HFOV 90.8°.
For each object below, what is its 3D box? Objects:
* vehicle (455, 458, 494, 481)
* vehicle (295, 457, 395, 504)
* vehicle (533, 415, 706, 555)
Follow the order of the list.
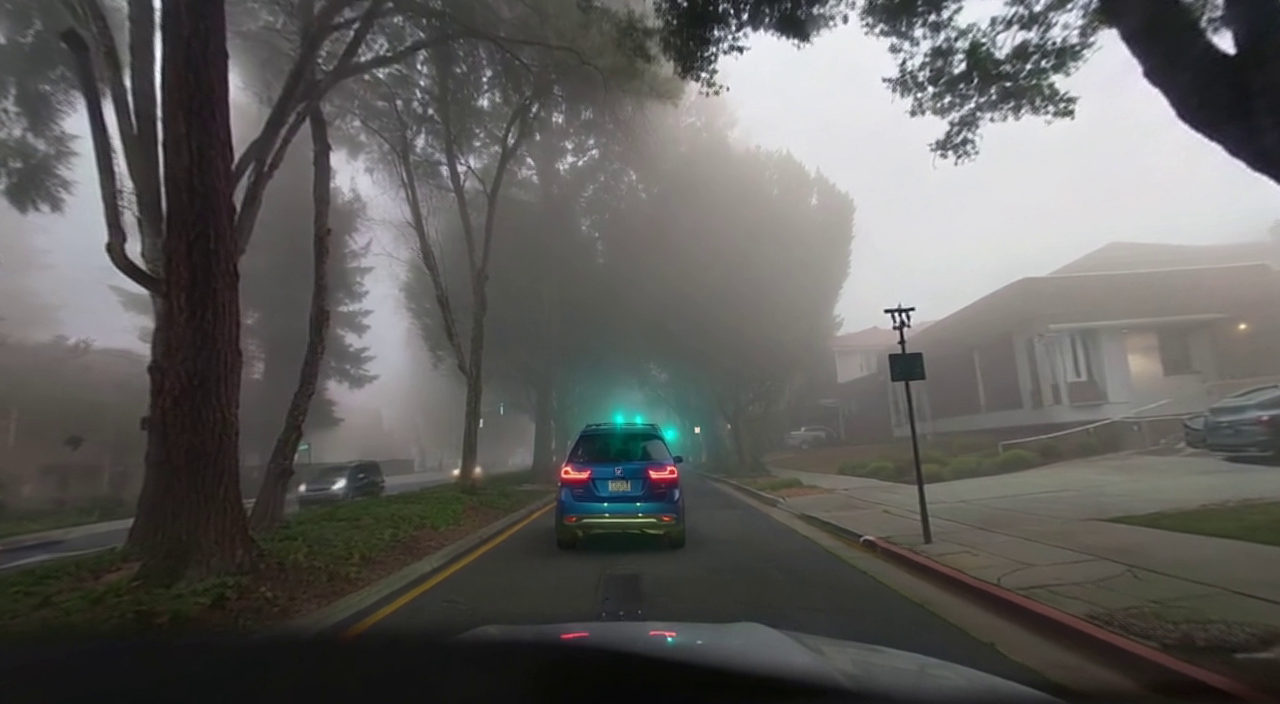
[{"bbox_3d":[-12.182,8.653,46.705,1.714,1.578,4.218,0,-9,0],"label":"vehicle"},{"bbox_3d":[-12.255,5.347,26.633,1.971,1.718,4.539,0,-9,1],"label":"vehicle"},{"bbox_3d":[-0.253,1.947,9.831,2.136,1.703,3.910,0,-9,0],"label":"vehicle"}]
